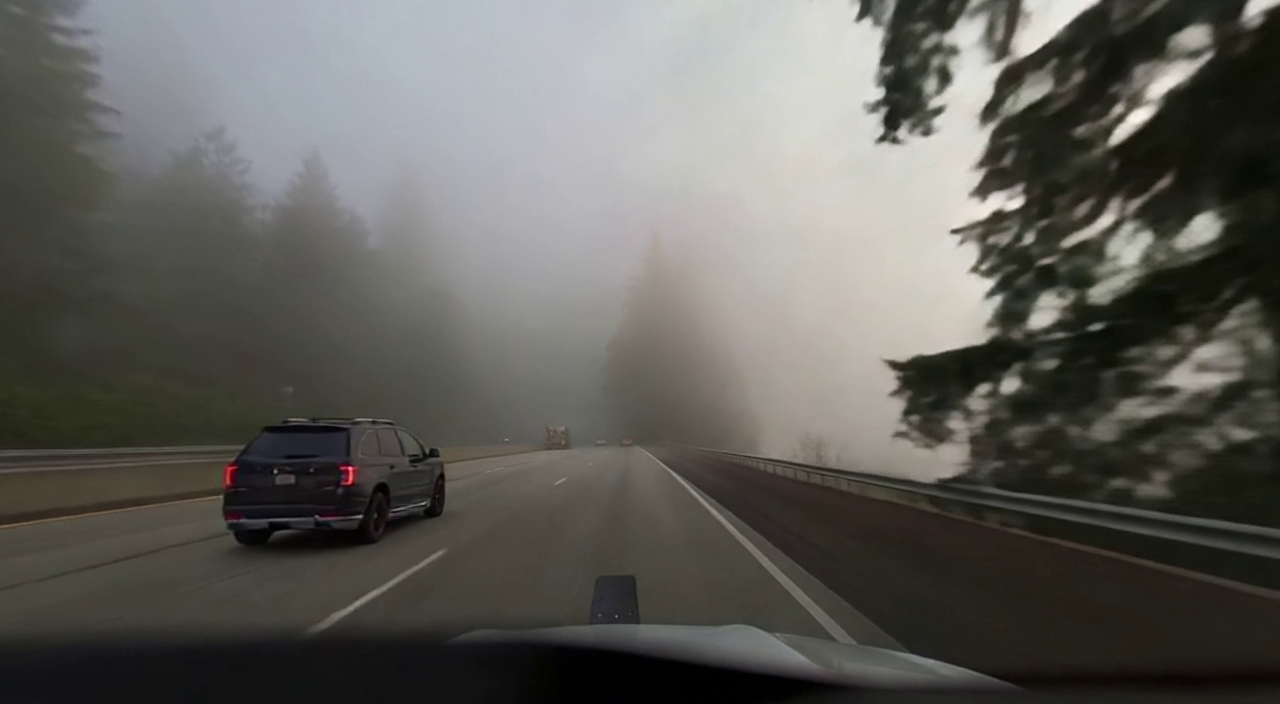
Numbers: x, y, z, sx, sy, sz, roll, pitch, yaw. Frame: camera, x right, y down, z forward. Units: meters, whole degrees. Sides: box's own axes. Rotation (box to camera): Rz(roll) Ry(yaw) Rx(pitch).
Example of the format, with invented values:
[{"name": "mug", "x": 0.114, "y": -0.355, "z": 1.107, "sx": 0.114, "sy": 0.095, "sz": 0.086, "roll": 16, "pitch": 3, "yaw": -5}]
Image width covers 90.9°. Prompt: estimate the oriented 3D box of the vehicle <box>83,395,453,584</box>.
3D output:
[{"name": "vehicle", "x": -3.942, "y": 1.498, "z": 7.732, "sx": 2.034, "sy": 1.675, "sz": 4.080, "roll": 0, "pitch": -8, "yaw": 0}]
